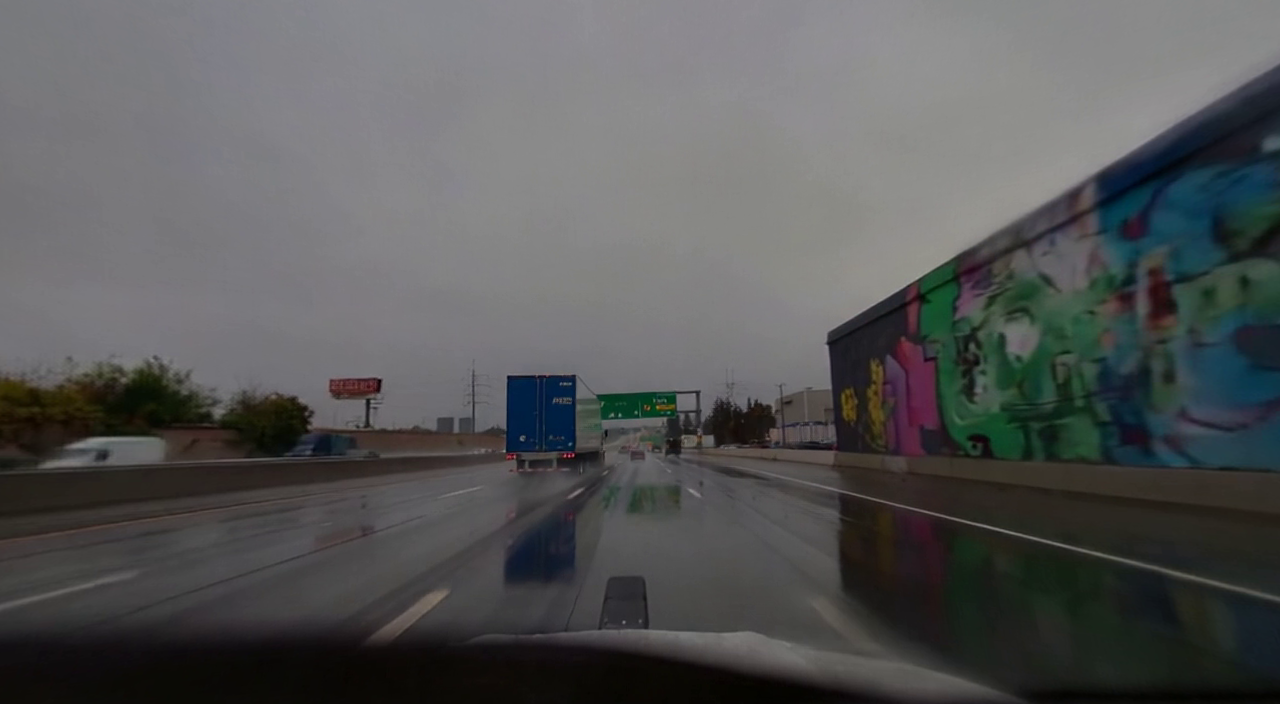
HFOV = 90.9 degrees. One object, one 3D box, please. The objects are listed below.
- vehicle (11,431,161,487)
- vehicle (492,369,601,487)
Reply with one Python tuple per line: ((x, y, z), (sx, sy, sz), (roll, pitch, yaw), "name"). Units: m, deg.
((-28.411, 5.468, 32.744), (2.426, 2.602, 5.759), (0, -8, 1), "vehicle")
((-3.512, 3.164, 26.376), (2.977, 4.048, 8.890), (0, -7, 1), "vehicle")
